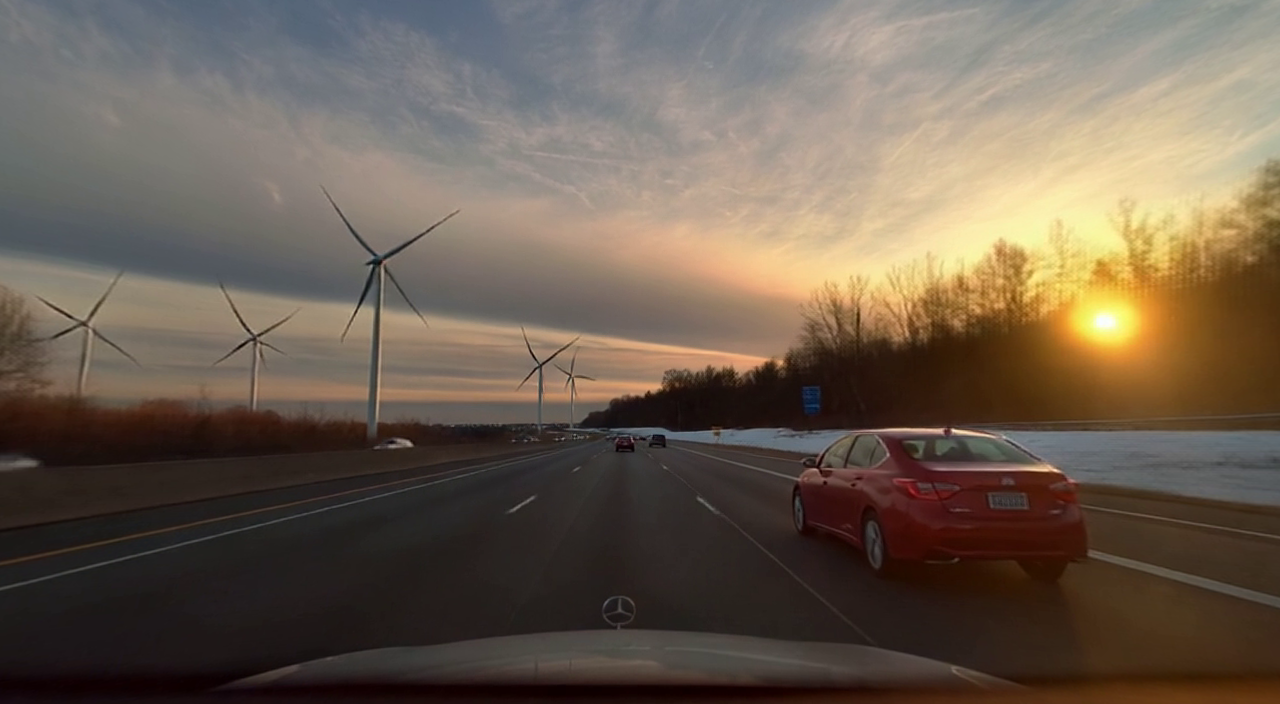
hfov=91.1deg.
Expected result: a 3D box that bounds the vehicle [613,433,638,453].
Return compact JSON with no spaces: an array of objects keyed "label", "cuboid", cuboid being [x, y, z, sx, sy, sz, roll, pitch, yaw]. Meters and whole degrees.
[{"label":"vehicle","cuboid":[-1.173,7.126,49.515,1.892,1.496,3.575,0,-8,-2]}]
